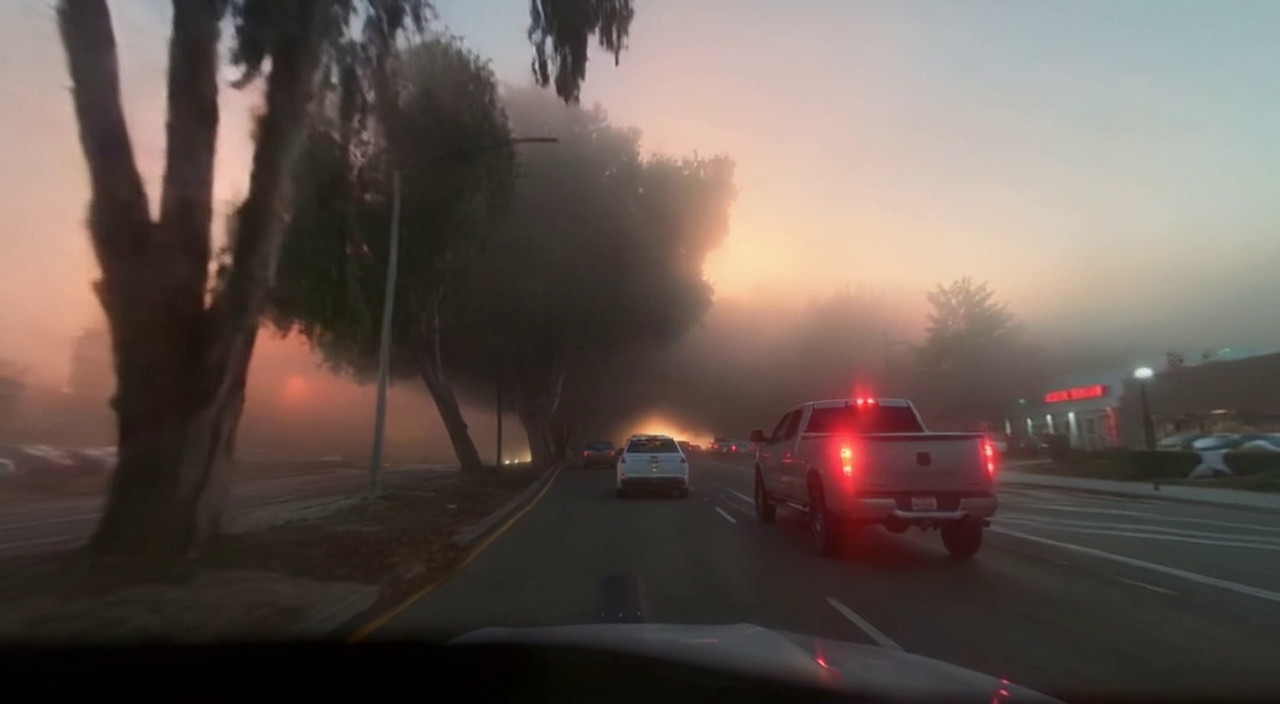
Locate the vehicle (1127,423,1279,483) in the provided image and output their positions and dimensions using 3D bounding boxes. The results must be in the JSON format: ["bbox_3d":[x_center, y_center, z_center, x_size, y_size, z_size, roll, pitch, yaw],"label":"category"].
[{"bbox_3d":[18.562,3.253,20.452,1.909,1.717,4.451,0,-9,1],"label":"vehicle"}]

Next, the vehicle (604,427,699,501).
[{"bbox_3d":[0.247,2.828,16.300,2.145,1.650,4.021,0,-8,0],"label":"vehicle"}]

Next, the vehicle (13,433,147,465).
[{"bbox_3d":[-32.877,5.707,37.097,5.603,1.772,2.150,1,-9,-3],"label":"vehicle"}]

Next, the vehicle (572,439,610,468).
[{"bbox_3d":[-2.749,5.564,34.756,1.960,1.475,4.161,1,-9,-6],"label":"vehicle"}]

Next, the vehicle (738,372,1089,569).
[{"bbox_3d":[3.385,1.708,9.813,2.731,2.101,6.047,0,-9,0],"label":"vehicle"}]
